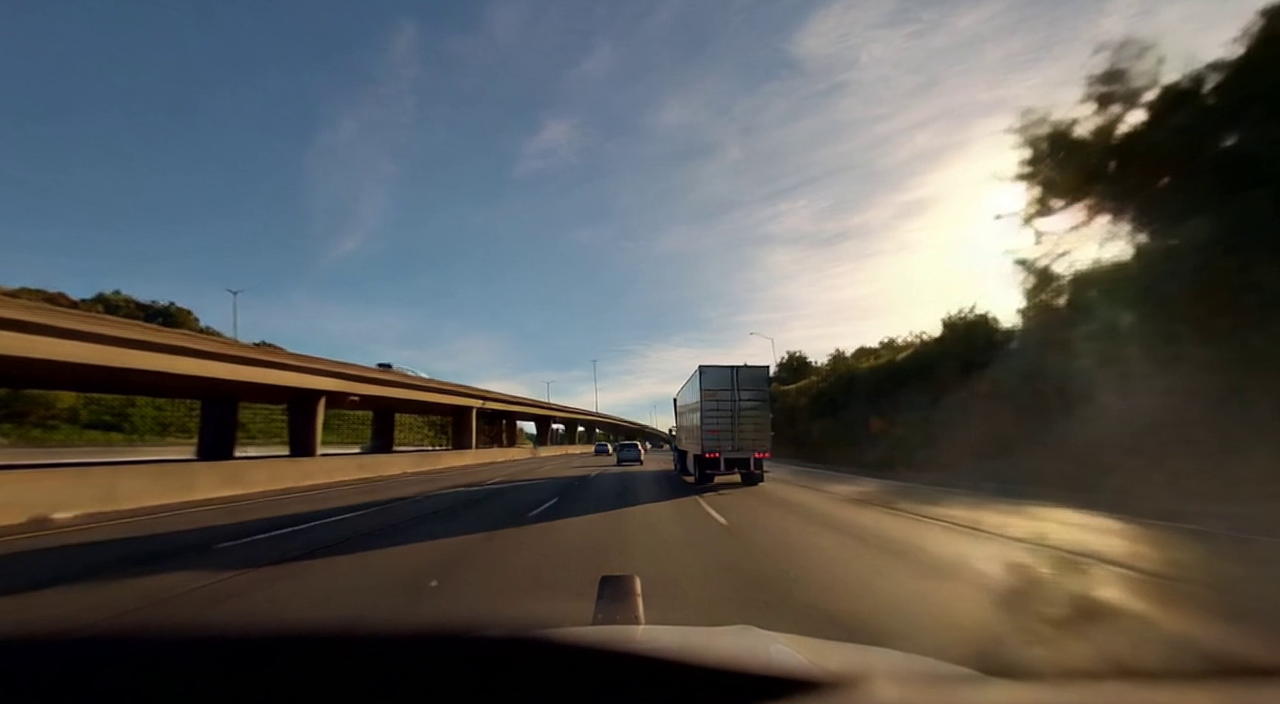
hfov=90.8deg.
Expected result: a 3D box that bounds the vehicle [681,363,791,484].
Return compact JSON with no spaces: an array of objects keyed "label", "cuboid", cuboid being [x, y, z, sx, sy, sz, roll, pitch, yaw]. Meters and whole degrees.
[{"label":"vehicle","cuboid":[3.533,3.125,26.326,2.964,4.063,10.072,0,-9,0]}]

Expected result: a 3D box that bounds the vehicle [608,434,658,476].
[{"label":"vehicle","cuboid":[-0.282,4.577,28.235,2.077,1.716,4.514,0,-9,0]}]
